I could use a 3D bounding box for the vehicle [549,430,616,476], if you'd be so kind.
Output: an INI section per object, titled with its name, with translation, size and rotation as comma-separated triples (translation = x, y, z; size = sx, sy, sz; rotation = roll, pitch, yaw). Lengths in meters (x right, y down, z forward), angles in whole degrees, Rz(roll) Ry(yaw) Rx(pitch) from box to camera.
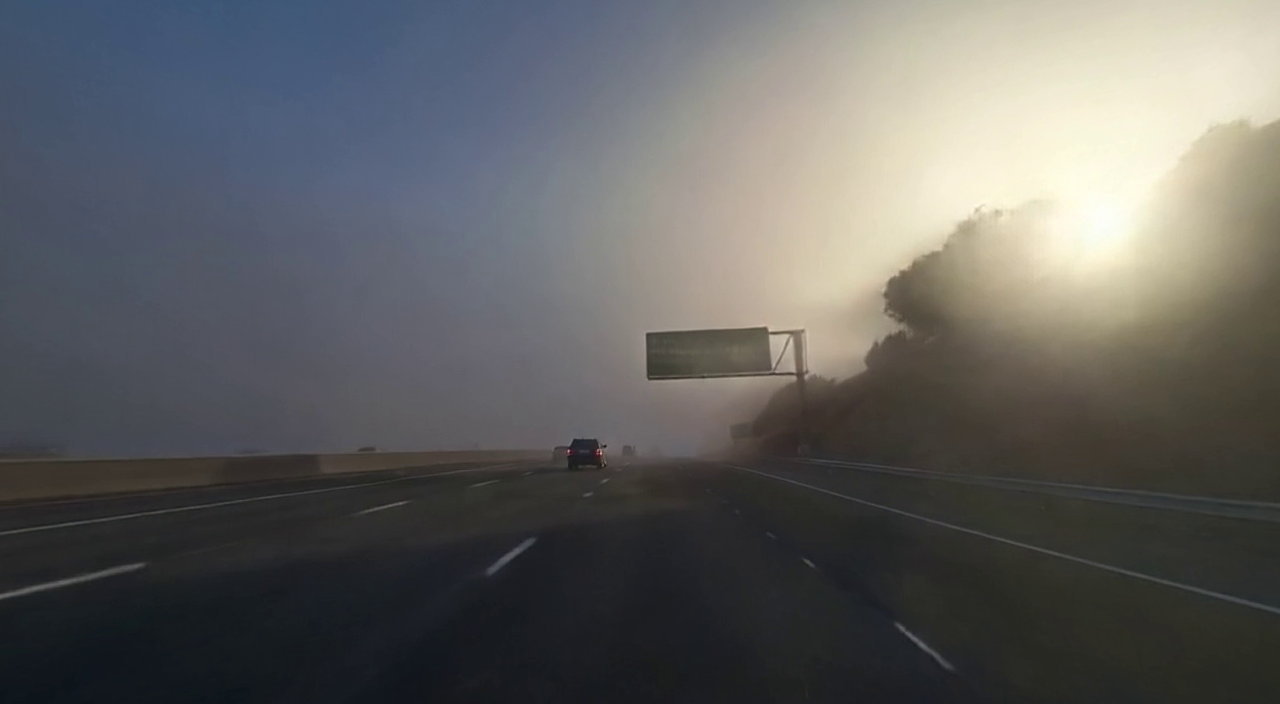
[vehicle]
translation = -2.520, 4.639, 28.965
size = 2.413, 1.896, 5.218
rotation = 0, -8, 2
